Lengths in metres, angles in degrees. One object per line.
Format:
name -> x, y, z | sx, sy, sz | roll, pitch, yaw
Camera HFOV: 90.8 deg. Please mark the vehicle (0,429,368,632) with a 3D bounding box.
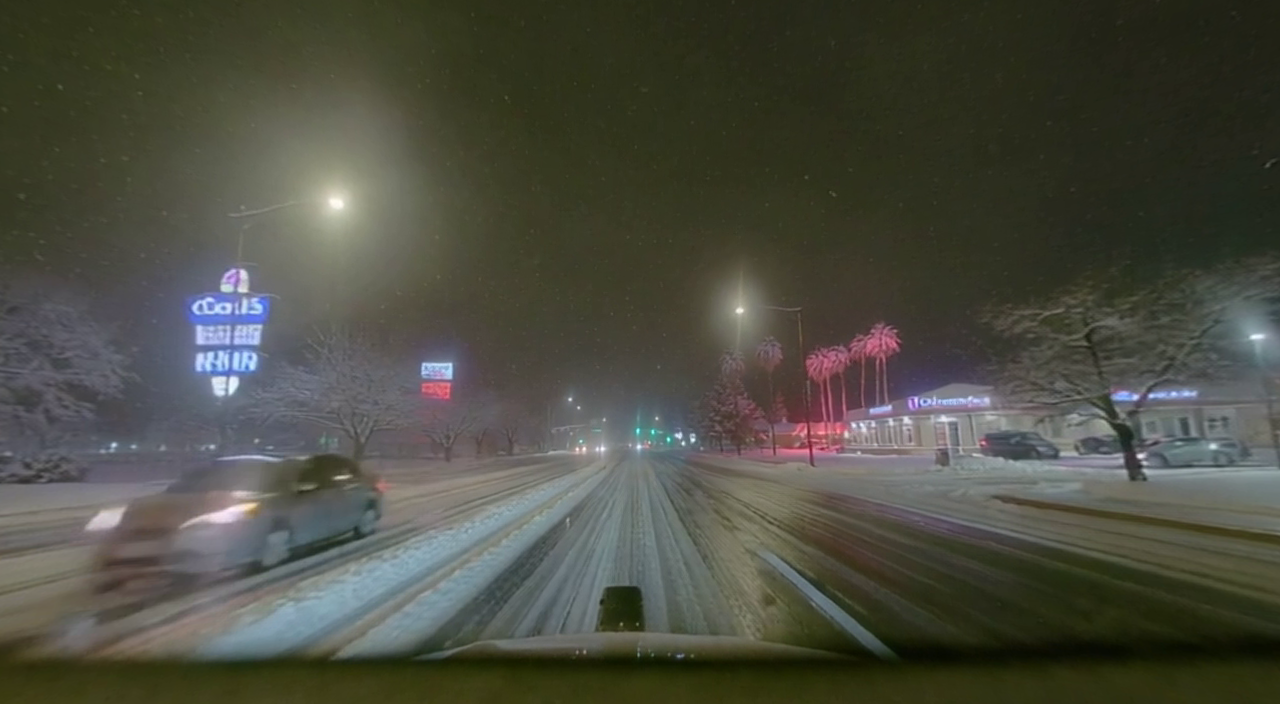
vehicle -> -4.870, 1.633, 6.839 | 1.934, 1.471, 4.280 | 0, -8, 0
